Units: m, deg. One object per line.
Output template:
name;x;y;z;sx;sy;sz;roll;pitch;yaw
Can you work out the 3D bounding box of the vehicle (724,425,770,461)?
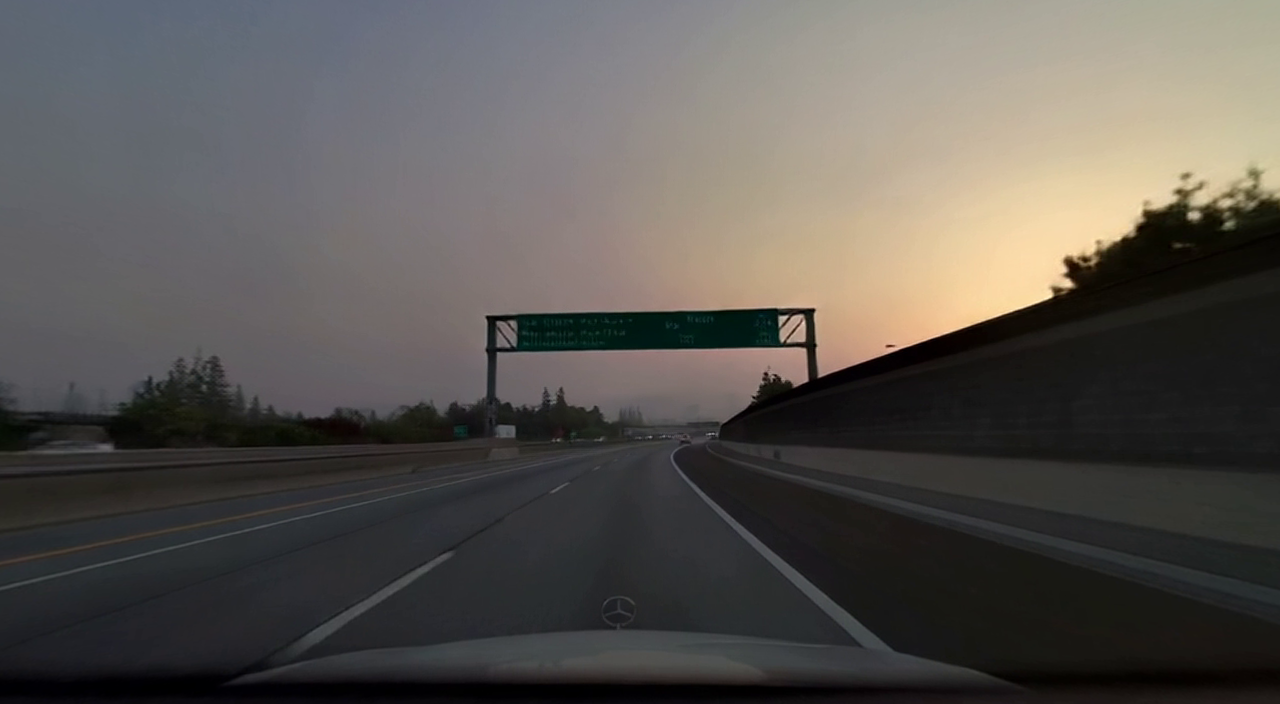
vehicle;6.319;5.406;37.578;1.914;2.013;4.041;0;-8;-2
